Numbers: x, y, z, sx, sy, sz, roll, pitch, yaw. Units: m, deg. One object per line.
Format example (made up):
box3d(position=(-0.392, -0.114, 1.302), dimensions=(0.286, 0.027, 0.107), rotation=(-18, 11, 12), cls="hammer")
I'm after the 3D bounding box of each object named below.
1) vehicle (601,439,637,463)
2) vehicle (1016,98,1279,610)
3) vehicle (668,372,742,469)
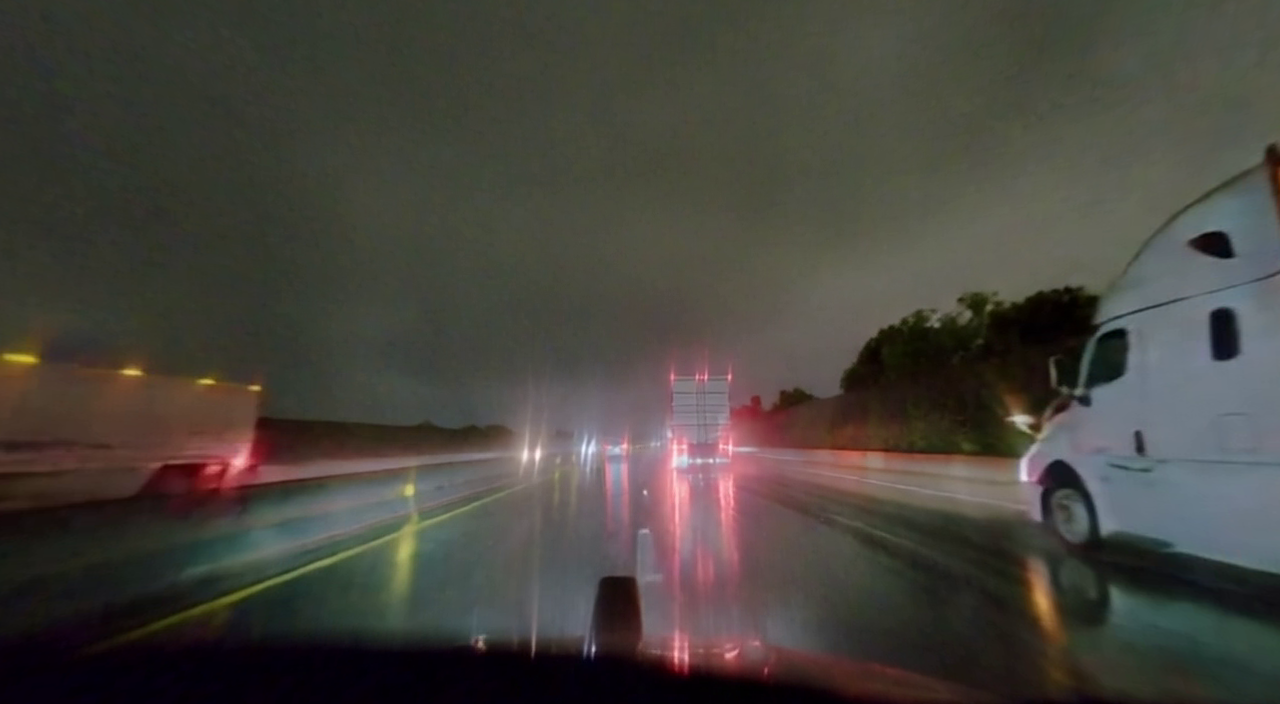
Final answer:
box3d(position=(-1.416, 6.914, 44.335), dimensions=(2.208, 1.542, 5.138), rotation=(0, -8, 2), cls="vehicle")
box3d(position=(6.440, -0.239, 3.035), dimensions=(2.946, 3.946, 10.224), rotation=(0, -8, 0), cls="vehicle")
box3d(position=(3.021, 3.798, 33.395), dimensions=(2.966, 4.072, 13.408), rotation=(0, -8, 2), cls="vehicle")
